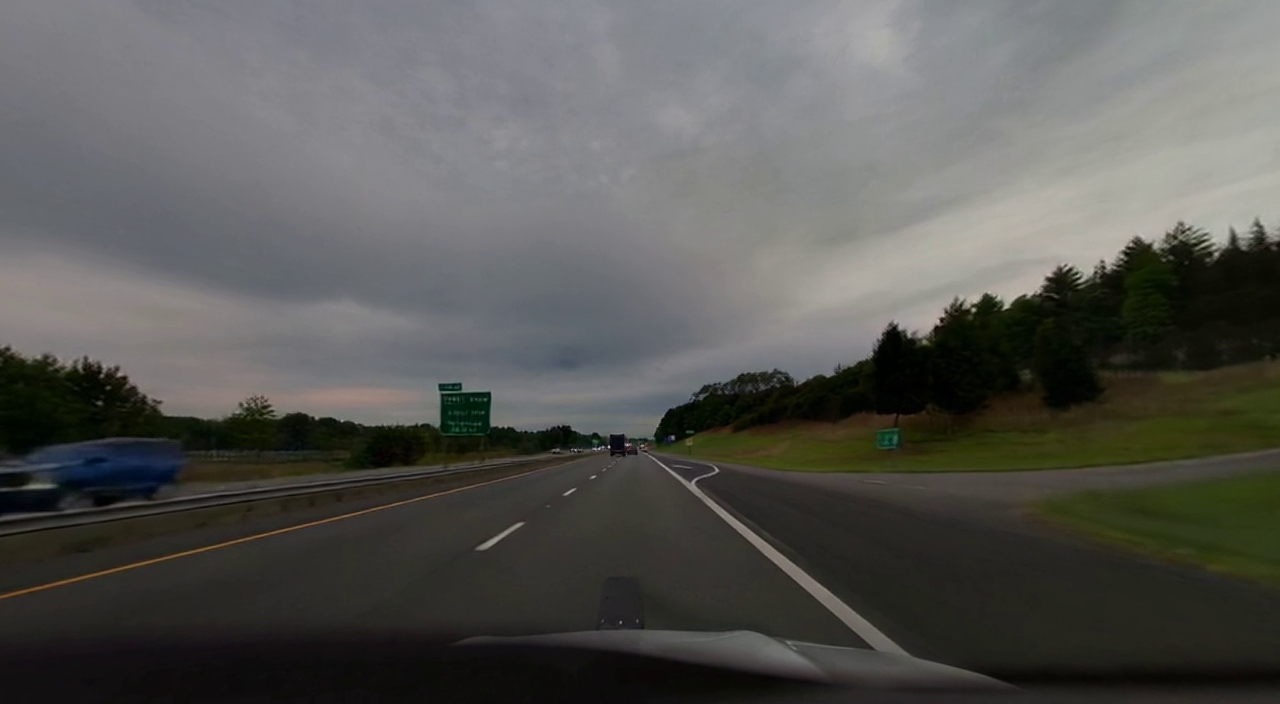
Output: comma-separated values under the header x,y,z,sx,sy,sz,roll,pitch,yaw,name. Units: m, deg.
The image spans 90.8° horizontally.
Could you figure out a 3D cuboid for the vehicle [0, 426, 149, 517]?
x,y,z,sx,sy,sz,roll,pitch,yaw,name
-12.197,2.327,12.569,1.975,1.575,3.441,0,-9,0,vehicle
